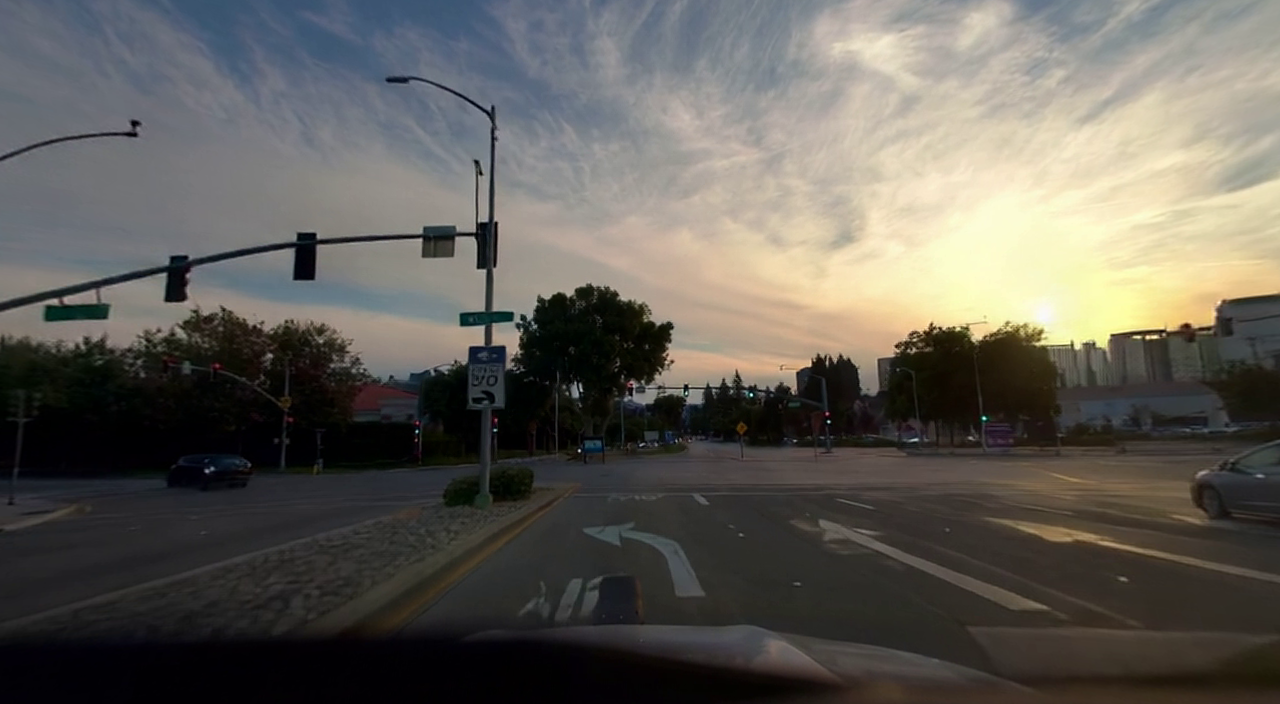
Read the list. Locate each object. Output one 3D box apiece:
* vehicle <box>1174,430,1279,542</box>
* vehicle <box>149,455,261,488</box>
[{"bbox_3d":[9.701,1.734,8.012,1.933,1.500,4.458,0,-9,0],"label":"vehicle"},{"bbox_3d":[-24.402,6.715,35.567,4.706,1.734,2.253,-1,-9,6],"label":"vehicle"}]
